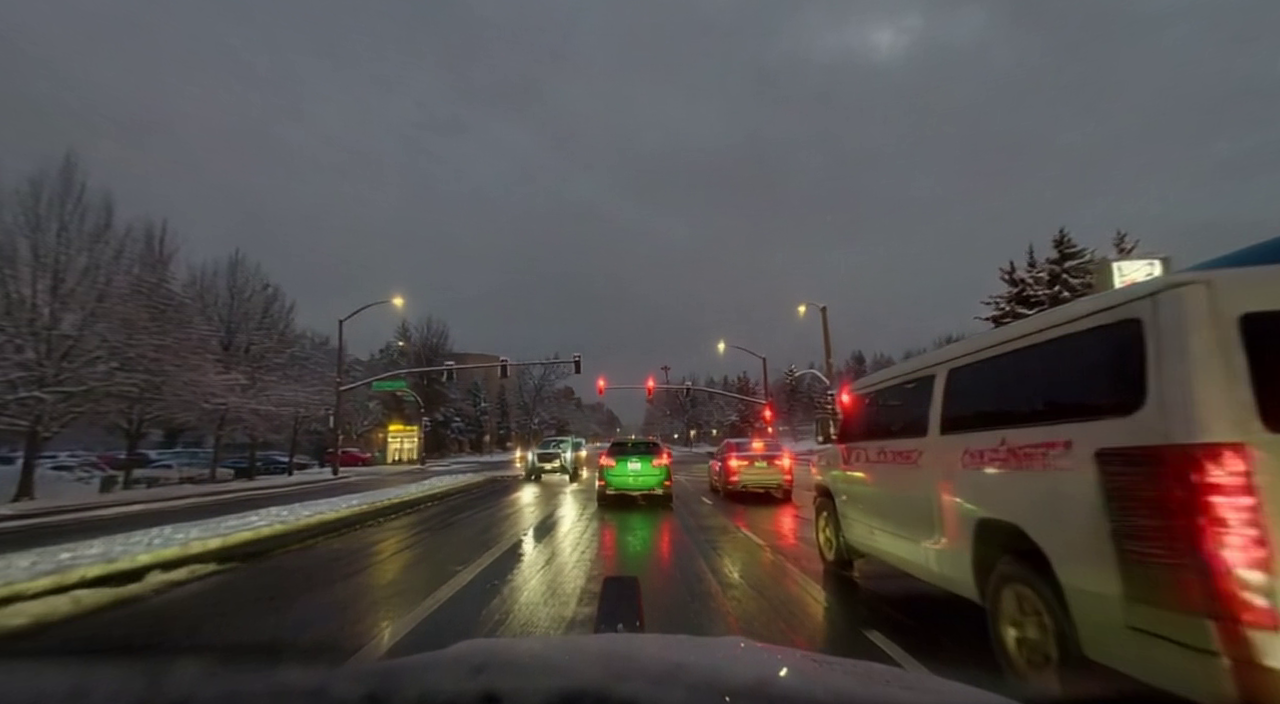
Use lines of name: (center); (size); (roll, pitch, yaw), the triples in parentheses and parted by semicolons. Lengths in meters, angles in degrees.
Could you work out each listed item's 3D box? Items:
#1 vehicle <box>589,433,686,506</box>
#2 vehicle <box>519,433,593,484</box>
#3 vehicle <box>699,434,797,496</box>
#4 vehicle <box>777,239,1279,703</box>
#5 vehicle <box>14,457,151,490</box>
vehicle: (-0.085, 2.798, 15.432); (2.071, 1.525, 3.723); (0, -9, -1)
vehicle: (-3.042, 3.997, 23.925); (2.180, 1.708, 4.397); (0, -9, 0)
vehicle: (2.859, 3.100, 17.733); (1.922, 1.508, 4.330); (0, -9, -1)
vehicle: (3.014, 1.019, 4.917); (2.490, 1.951, 5.931); (0, -9, -1)
vehicle: (-27.739, 6.024, 31.667); (4.800, 1.461, 1.831); (5, -10, -31)
